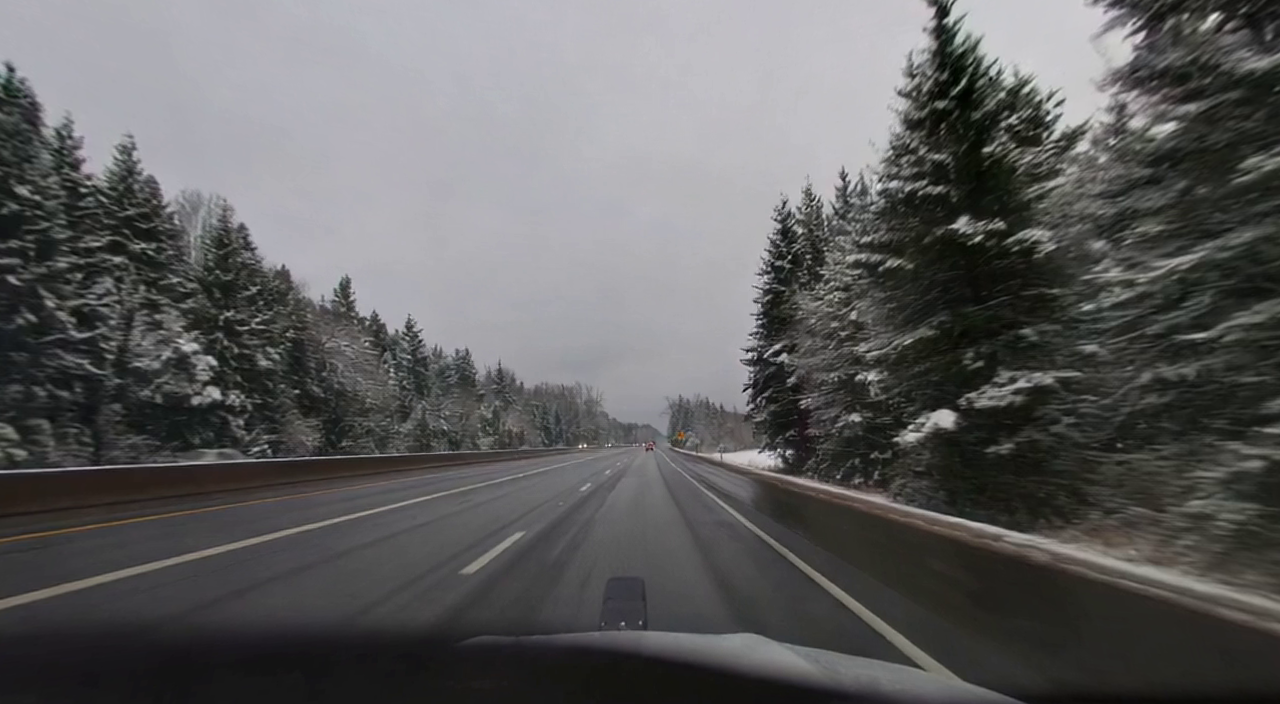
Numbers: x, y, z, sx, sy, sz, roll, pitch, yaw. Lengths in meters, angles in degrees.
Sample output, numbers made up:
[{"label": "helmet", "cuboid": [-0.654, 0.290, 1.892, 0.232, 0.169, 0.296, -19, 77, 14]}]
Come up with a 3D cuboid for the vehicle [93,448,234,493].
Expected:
[{"label": "vehicle", "cuboid": [-17.026, 4.220, 22.836, 1.787, 1.420, 4.130, 0, -8, 1]}]
